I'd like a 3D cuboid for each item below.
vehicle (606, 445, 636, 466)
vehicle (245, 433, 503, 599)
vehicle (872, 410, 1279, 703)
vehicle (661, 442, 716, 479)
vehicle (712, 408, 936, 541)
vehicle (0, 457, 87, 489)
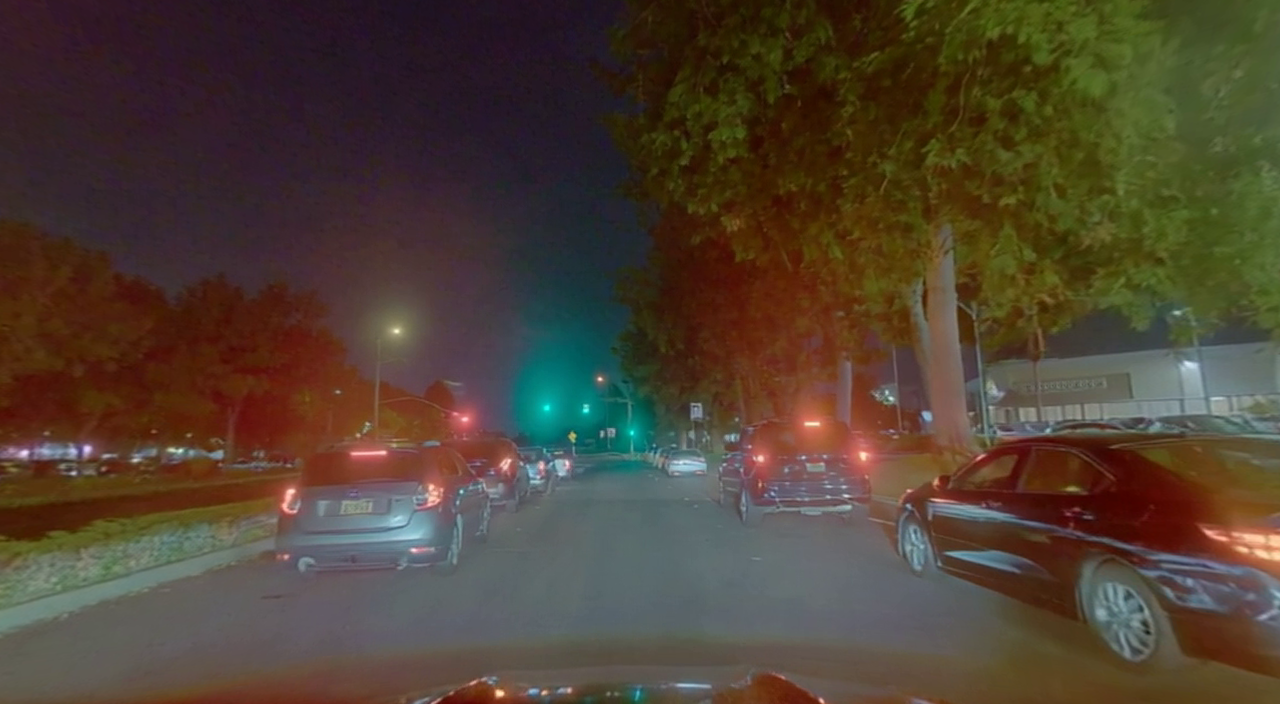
[{"bbox_3d":[-1.428,7.558,46.234,2.095,1.473,4.301,0,-8,-2],"label":"vehicle"},{"bbox_3d":[-2.928,1.833,8.092,1.968,1.497,4.286,1,-8,-8],"label":"vehicle"},{"bbox_3d":[3.704,1.315,4.847,1.904,1.494,4.864,0,-8,-1],"label":"vehicle"},{"bbox_3d":[2.112,4.852,28.580,1.910,1.493,4.490,0,-8,-3],"label":"vehicle"},{"bbox_3d":[3.016,2.198,12.091,2.324,1.907,5.634,0,-8,-3],"label":"vehicle"},{"bbox_3d":[-32.305,6.479,34.095,4.127,1.583,1.978,-4,-9,24],"label":"vehicle"}]
